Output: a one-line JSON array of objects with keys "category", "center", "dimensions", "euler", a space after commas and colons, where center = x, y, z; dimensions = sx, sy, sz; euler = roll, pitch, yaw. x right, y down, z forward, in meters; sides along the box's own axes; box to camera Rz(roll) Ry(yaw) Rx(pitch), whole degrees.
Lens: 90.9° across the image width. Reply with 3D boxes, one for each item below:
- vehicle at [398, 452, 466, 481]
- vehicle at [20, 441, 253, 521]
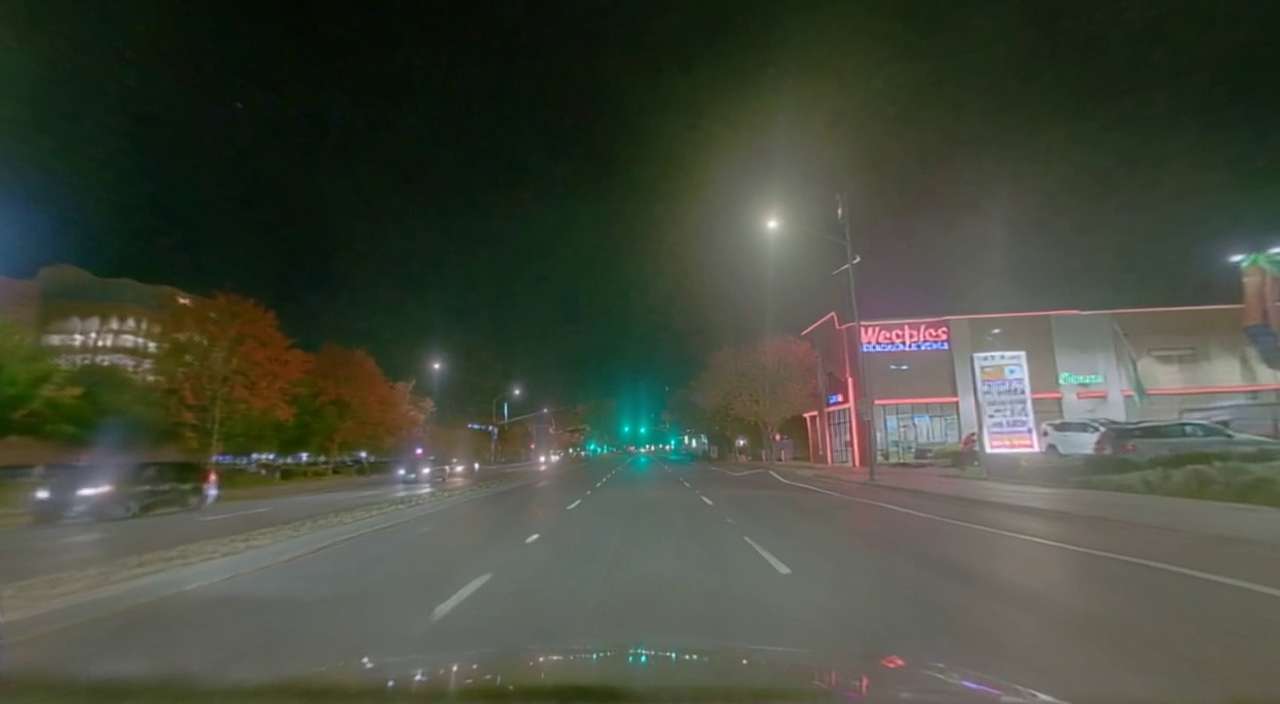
[{"category": "vehicle", "center": [-11.447, 6.308, 35.003], "dimensions": [2.241, 1.455, 4.343], "euler": [0, -9, 0]}, {"category": "vehicle", "center": [-14.813, 3.780, 19.242], "dimensions": [2.315, 1.998, 5.808], "euler": [-1, -9, 0]}]
